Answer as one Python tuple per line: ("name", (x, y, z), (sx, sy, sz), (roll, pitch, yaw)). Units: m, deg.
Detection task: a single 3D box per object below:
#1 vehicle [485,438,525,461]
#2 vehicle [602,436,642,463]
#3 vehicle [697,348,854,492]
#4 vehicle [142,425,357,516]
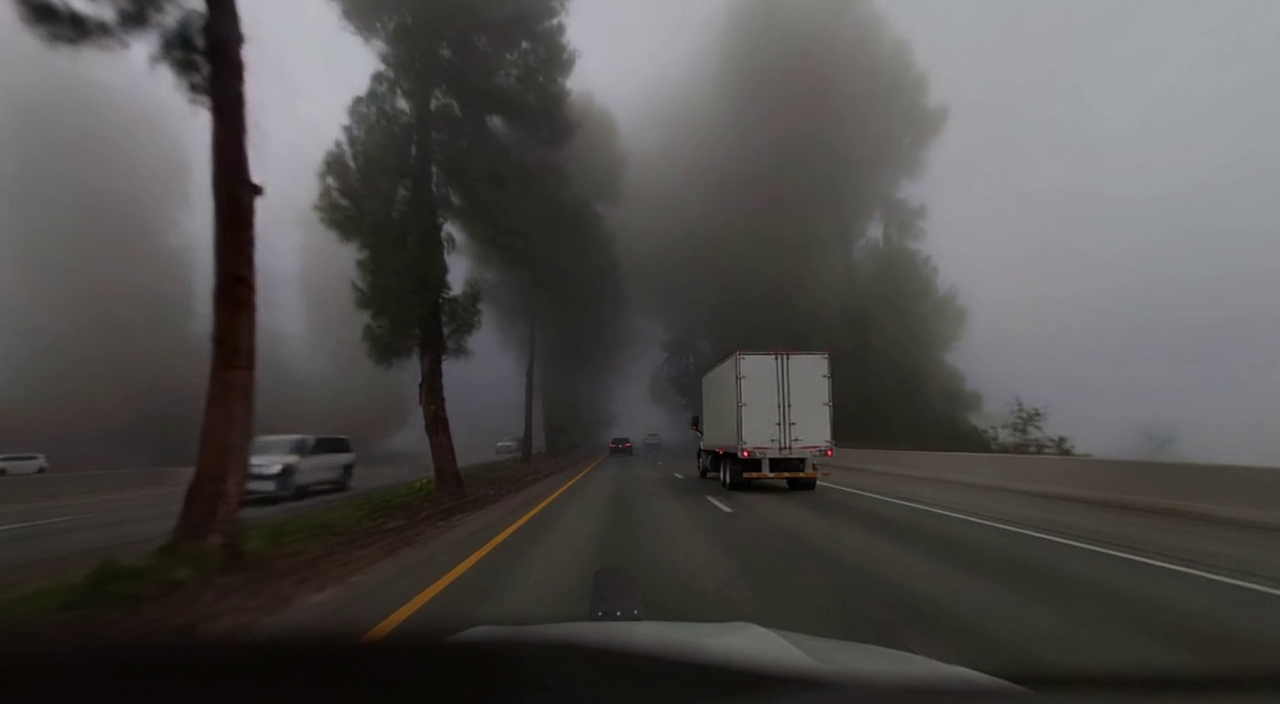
("vehicle", (-10.163, 7.355, 47.832), (1.990, 1.588, 4.607), (0, -8, 0))
("vehicle", (-1.024, 5.734, 37.244), (2.259, 1.466, 3.693), (0, -8, -1))
("vehicle", (3.695, 2.198, 19.644), (2.921, 3.526, 8.207), (0, -8, -1))
("vehicle", (-8.765, 2.655, 14.824), (2.035, 1.768, 4.740), (0, -8, -1))
